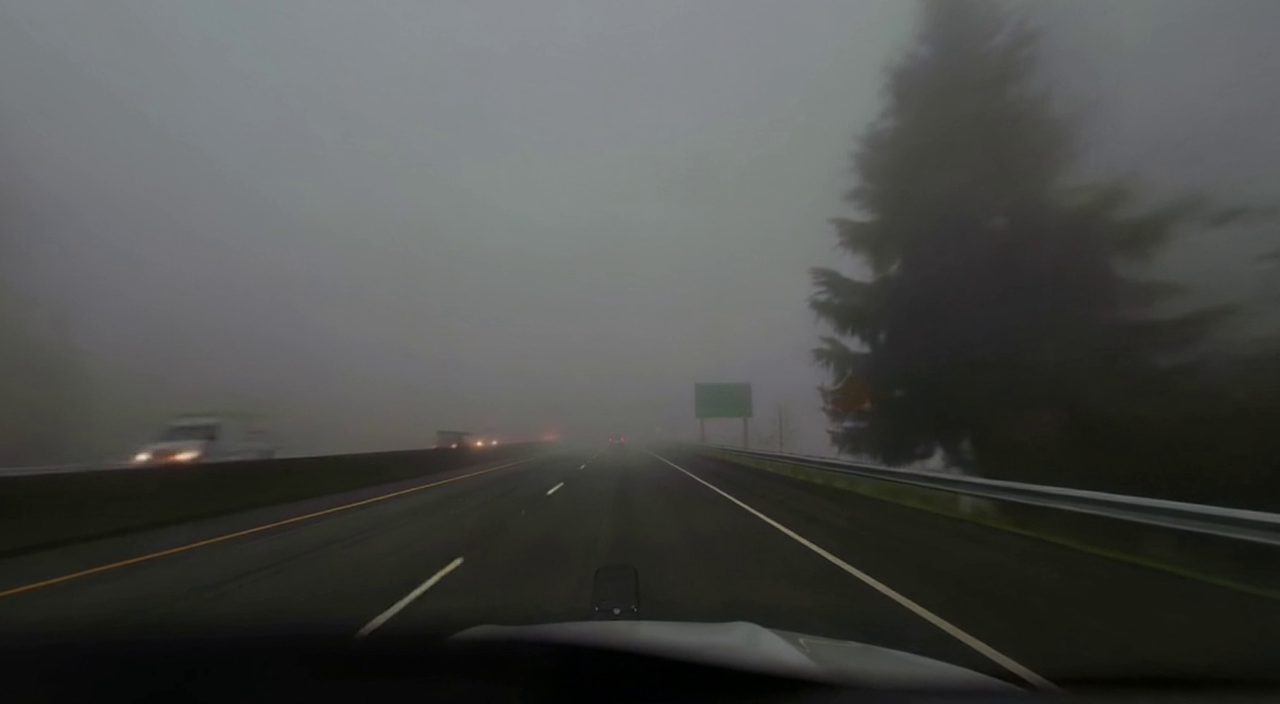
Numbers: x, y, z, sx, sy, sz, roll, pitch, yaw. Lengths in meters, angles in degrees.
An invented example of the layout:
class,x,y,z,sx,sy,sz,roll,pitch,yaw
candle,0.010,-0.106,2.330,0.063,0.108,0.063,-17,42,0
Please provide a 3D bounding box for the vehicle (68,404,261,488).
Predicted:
class,x,y,z,sx,sy,sz,roll,pitch,yaw
vehicle,-17.993,3.568,24.508,2.546,2.779,6.379,0,-7,-1
